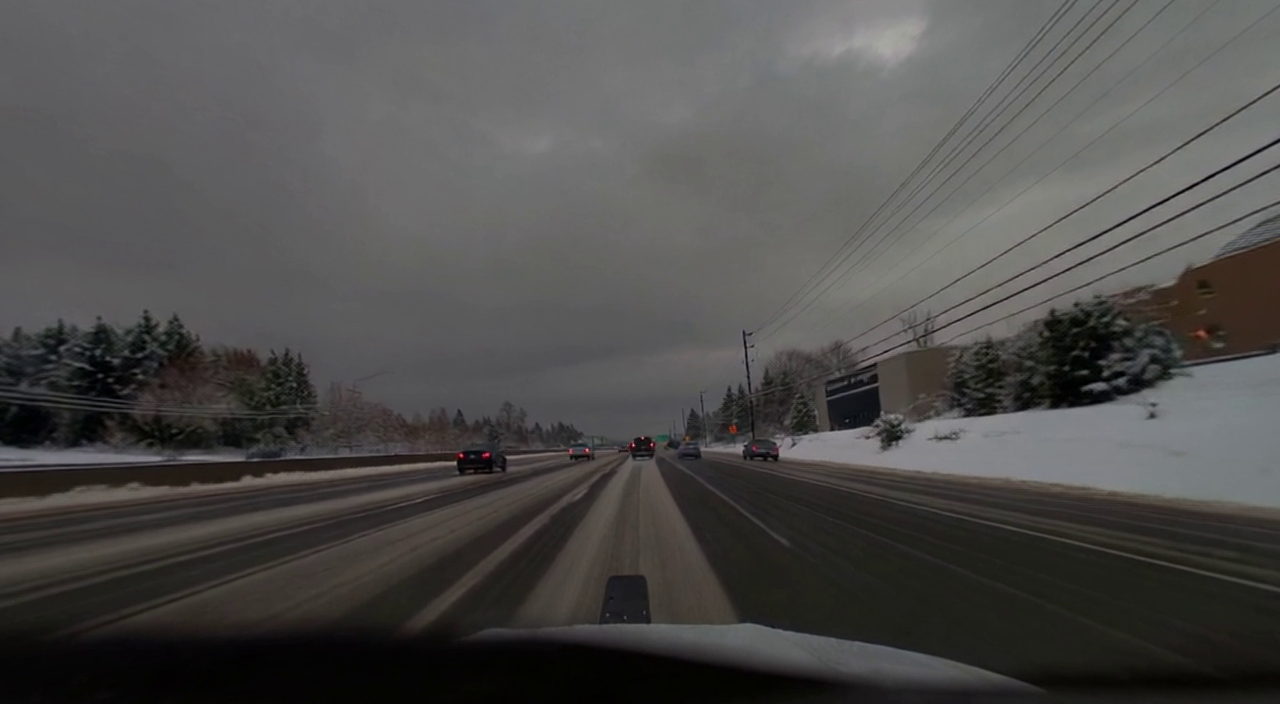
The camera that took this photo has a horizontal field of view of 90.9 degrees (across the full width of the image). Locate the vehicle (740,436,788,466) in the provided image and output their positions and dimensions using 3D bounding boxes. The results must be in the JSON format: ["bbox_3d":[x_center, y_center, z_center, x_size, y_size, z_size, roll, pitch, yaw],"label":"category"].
[{"bbox_3d":[7.323,5.879,37.623,1.937,1.698,4.322,0,-8,-1],"label":"vehicle"}]

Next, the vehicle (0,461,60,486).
[{"bbox_3d":[-40.685,7.896,41.201,1.721,1.452,4.006,0,-8,0],"label":"vehicle"}]

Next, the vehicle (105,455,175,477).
[{"bbox_3d":[-37.143,8.476,46.963,1.751,1.460,4.239,0,-8,0],"label":"vehicle"}]

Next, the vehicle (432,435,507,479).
[{"bbox_3d":[-7.322,4.546,27.511,2.007,1.732,4.395,0,-8,0],"label":"vehicle"}]

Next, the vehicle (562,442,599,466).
[{"bbox_3d":[-3.785,6.550,40.737,1.979,1.469,4.378,0,-8,0],"label":"vehicle"}]

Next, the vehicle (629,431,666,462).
[{"bbox_3d":[0.480,7.151,47.698,2.622,2.208,5.320,0,-8,-1],"label":"vehicle"}]
